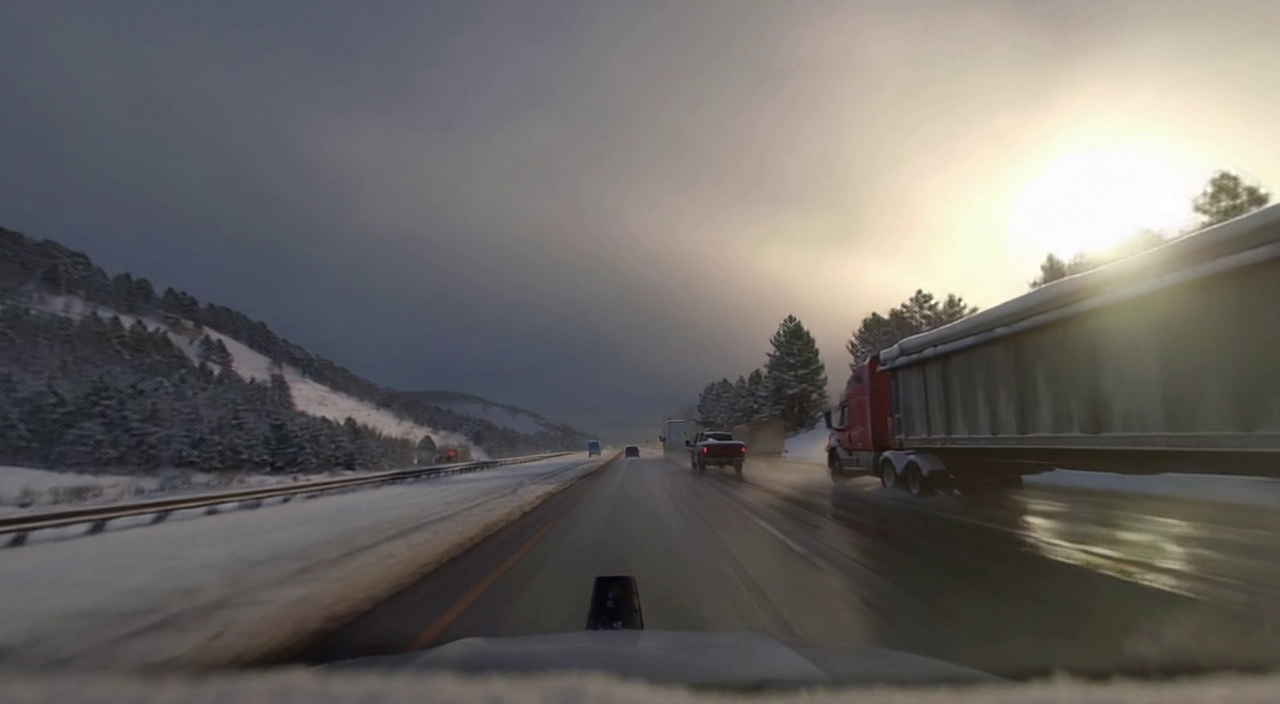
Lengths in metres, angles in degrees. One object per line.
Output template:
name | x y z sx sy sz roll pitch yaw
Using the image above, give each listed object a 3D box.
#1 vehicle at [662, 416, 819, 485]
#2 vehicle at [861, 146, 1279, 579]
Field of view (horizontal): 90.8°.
vehicle | 3.409 3.478 22.384 5.075 2.277 2.365 0 -9 -3
vehicle | 7.729 0.598 9.456 2.935 4.187 16.357 0 -9 0
